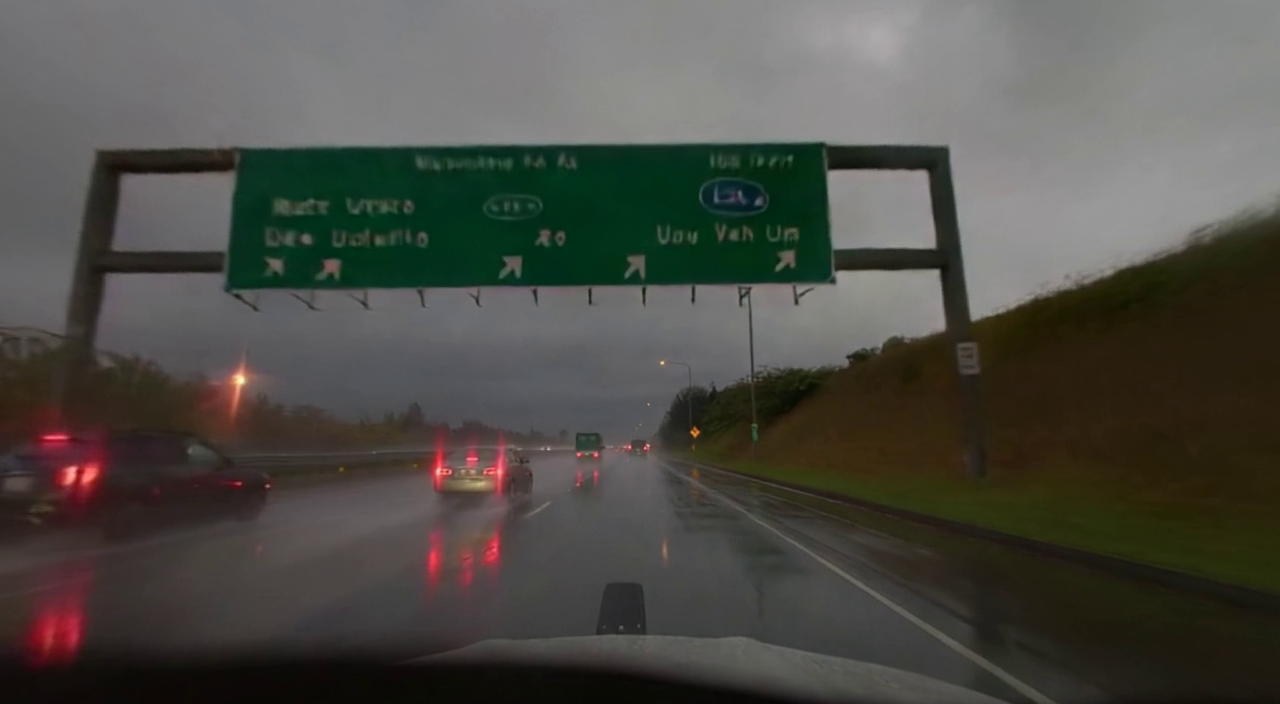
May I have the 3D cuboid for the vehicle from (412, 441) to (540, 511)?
[{"bbox_3d":[-3.684,2.858,14.963,1.924,1.436,3.915,0,-9,1],"label":"vehicle"}]

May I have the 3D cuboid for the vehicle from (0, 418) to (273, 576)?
[{"bbox_3d":[-7.257,1.772,8.452,2.091,1.558,4.220,0,-9,0],"label":"vehicle"}]

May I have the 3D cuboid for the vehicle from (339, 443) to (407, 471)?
[{"bbox_3d":[-15.685,6.187,37.384,1.959,1.549,4.625,0,-9,0],"label":"vehicle"}]

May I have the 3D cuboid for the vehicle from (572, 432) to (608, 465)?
[{"bbox_3d":[-3.849,7.614,49.917,2.290,2.453,5.561,0,-9,1],"label":"vehicle"}]
